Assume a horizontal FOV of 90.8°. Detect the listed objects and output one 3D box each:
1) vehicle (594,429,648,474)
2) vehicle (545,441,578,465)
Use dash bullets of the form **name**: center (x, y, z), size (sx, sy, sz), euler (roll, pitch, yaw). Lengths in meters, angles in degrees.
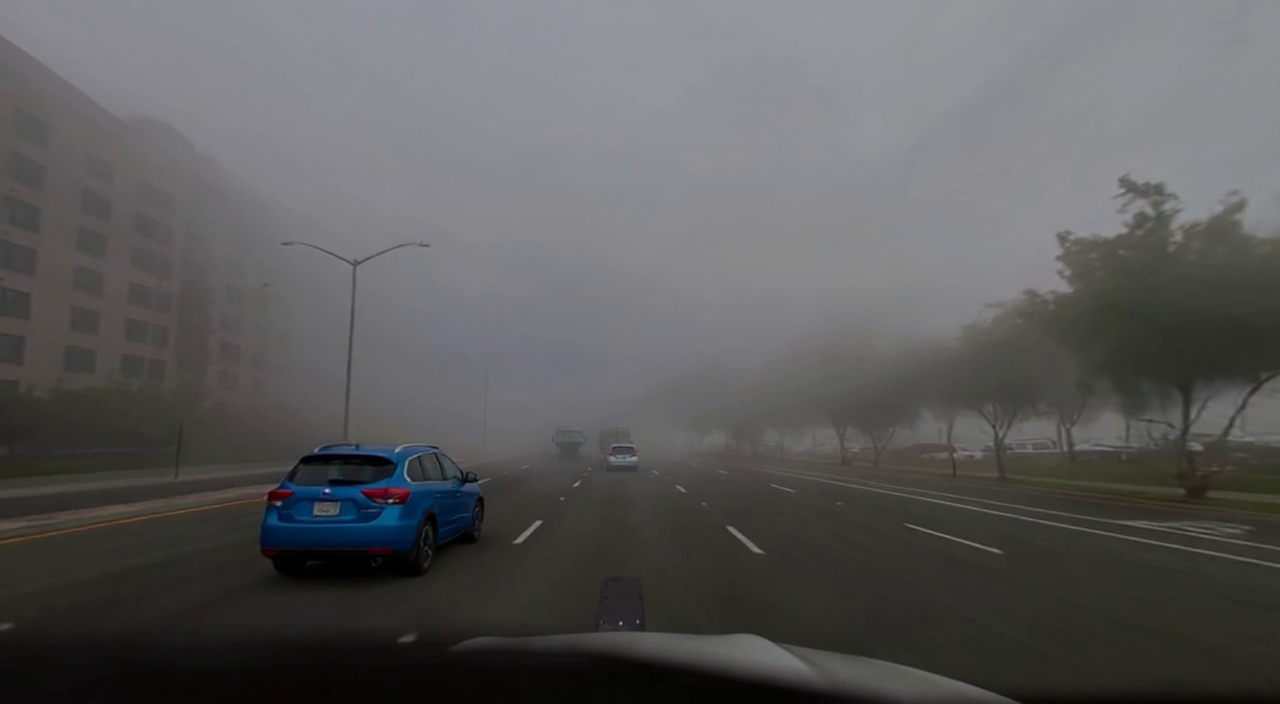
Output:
- **vehicle**: center (-0.895, 4.500, 28.859), size (2.260, 1.872, 4.578), euler (0, -8, -3)
- **vehicle**: center (-4.987, 6.439, 40.530), size (1.904, 1.460, 4.300), euler (1, -8, -4)
